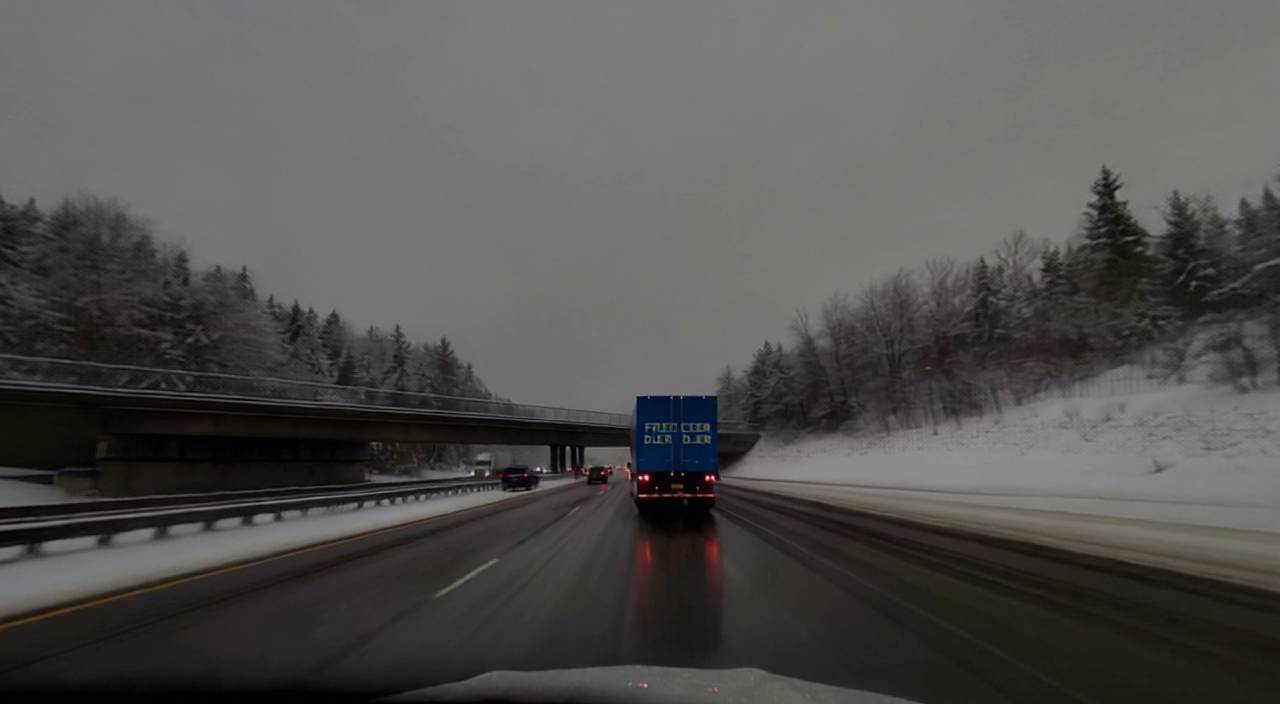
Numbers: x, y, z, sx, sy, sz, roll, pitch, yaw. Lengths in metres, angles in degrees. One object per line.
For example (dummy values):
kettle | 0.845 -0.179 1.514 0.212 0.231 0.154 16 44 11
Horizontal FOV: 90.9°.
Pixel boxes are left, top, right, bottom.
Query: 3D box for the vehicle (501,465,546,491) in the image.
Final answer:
vehicle | -7.490 8.159 40.961 1.955 1.539 4.650 1 -10 1

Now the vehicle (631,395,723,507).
vehicle | 1.226 4.272 26.597 2.980 3.834 9.423 1 -10 -2
